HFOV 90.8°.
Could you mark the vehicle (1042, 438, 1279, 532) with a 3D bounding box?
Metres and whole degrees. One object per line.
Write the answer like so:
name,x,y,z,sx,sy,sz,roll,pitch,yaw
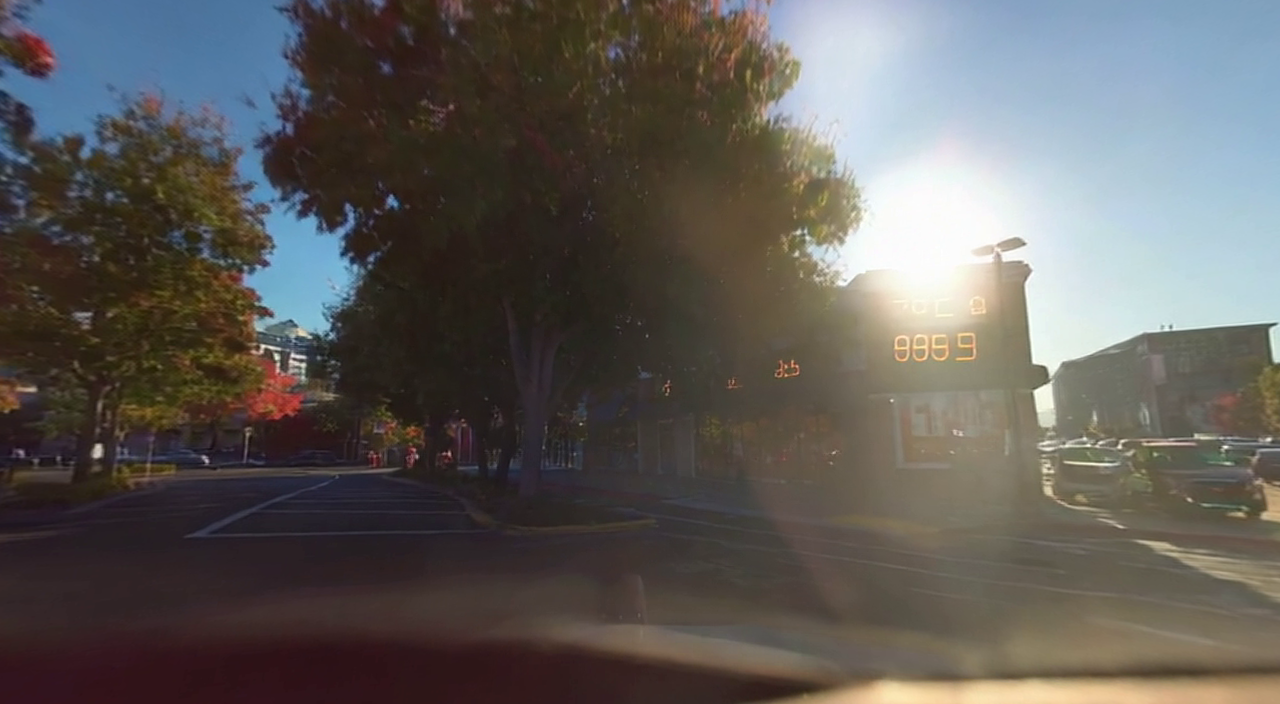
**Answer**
vehicle,11.032,2.517,12.670,2.140,1.507,4.856,1,-9,-11
